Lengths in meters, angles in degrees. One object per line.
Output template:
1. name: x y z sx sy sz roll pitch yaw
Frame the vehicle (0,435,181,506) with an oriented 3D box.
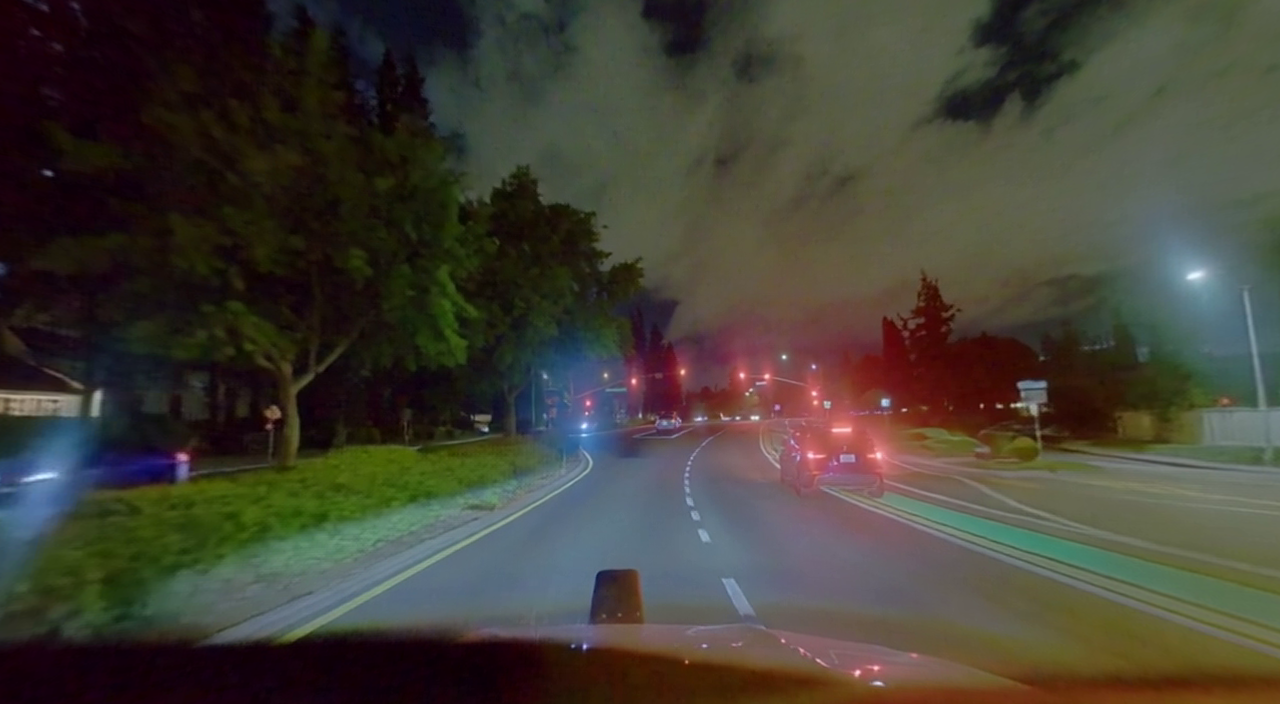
1. vehicle: -14.202 2.917 15.884 1.903 1.504 4.346 -3 -9 3
